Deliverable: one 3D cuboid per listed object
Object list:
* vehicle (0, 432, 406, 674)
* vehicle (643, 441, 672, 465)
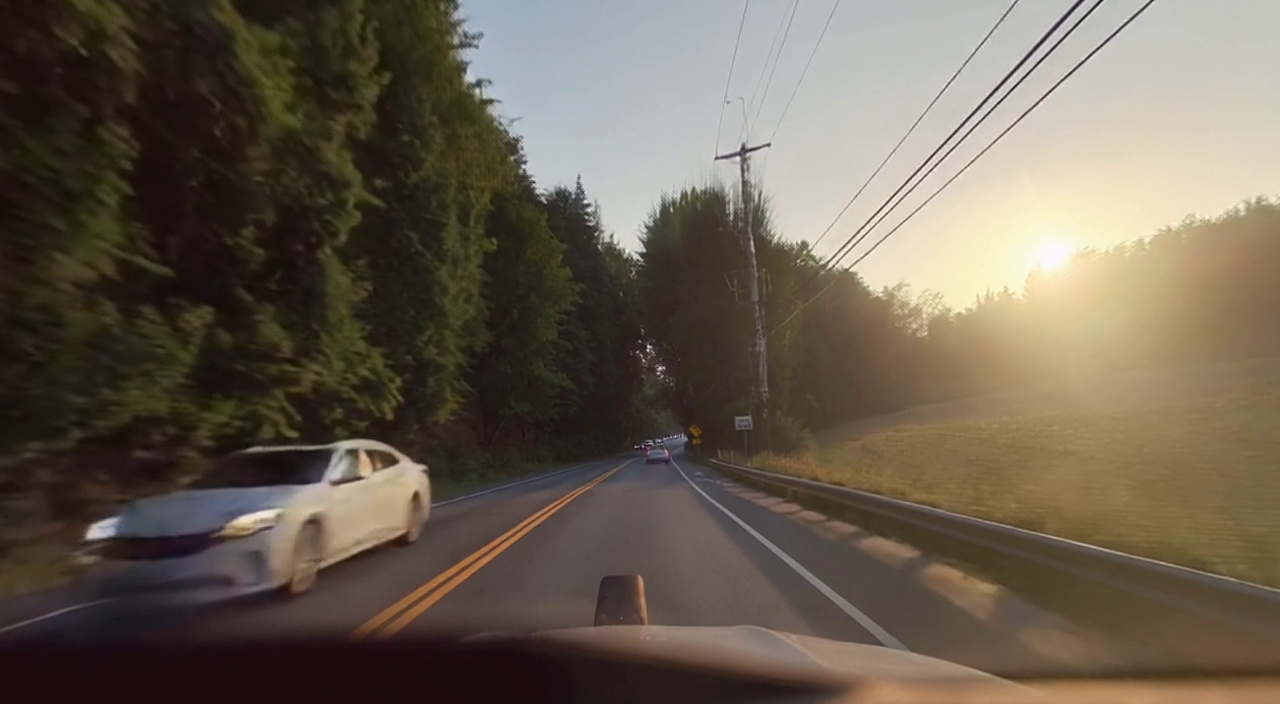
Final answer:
[{"bbox_3d":[-3.868,1.584,5.990,1.894,1.537,3.642,0,-9,0],"label":"vehicle"},{"bbox_3d":[1.348,7.642,47.934,2.083,1.767,4.448,-1,-9,1],"label":"vehicle"}]
